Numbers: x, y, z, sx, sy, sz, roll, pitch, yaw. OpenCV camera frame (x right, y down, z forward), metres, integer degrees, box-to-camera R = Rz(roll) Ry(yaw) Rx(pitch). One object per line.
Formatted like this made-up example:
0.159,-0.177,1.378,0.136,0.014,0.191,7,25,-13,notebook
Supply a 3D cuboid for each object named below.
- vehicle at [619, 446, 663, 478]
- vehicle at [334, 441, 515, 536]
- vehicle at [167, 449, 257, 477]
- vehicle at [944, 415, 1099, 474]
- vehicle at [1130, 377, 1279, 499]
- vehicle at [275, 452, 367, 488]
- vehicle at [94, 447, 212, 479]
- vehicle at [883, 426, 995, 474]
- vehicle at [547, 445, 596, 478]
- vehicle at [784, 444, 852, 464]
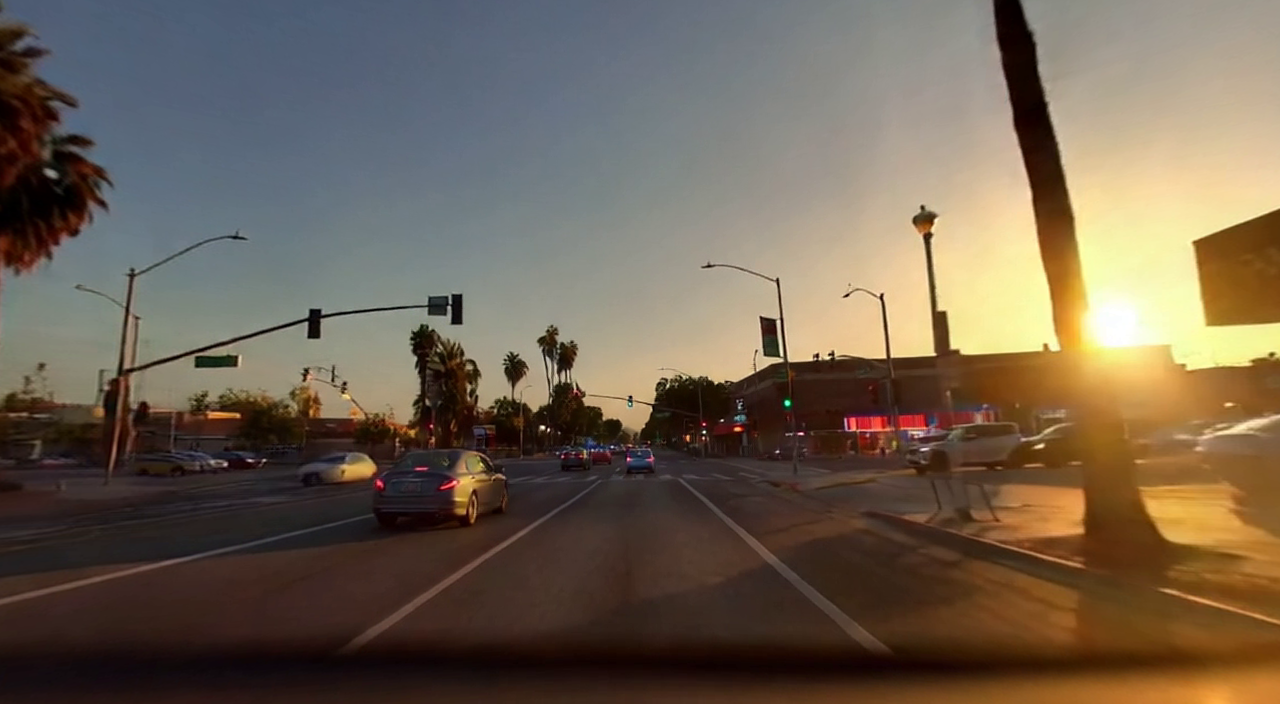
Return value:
0.087,5.668,32.581,2.094,1.496,4.070,0,-8,1,vehicle
-3.955,2.550,12.466,1.904,1.513,4.410,-1,-8,2,vehicle
-29.565,7.674,43.478,4.640,1.809,2.118,-1,-8,2,vehicle
13.753,3.436,23.261,2.345,1.886,5.809,-1,-8,3,vehicle
11.023,1.326,10.023,2.111,1.875,5.301,-3,-9,1,vehicle
-15.040,5.557,29.930,1.930,1.476,4.543,0,-8,1,vehicle
-31.027,7.100,40.149,5.616,1.927,2.324,-1,-8,2,vehicle
11.065,3.679,23.636,1.982,1.623,4.211,0,-8,-2,vehicle
-3.543,5.726,33.179,1.979,1.634,3.957,-1,-8,2,vehicle
13.472,7.732,47.697,4.532,1.504,2.087,0,-8,1,vehicle
